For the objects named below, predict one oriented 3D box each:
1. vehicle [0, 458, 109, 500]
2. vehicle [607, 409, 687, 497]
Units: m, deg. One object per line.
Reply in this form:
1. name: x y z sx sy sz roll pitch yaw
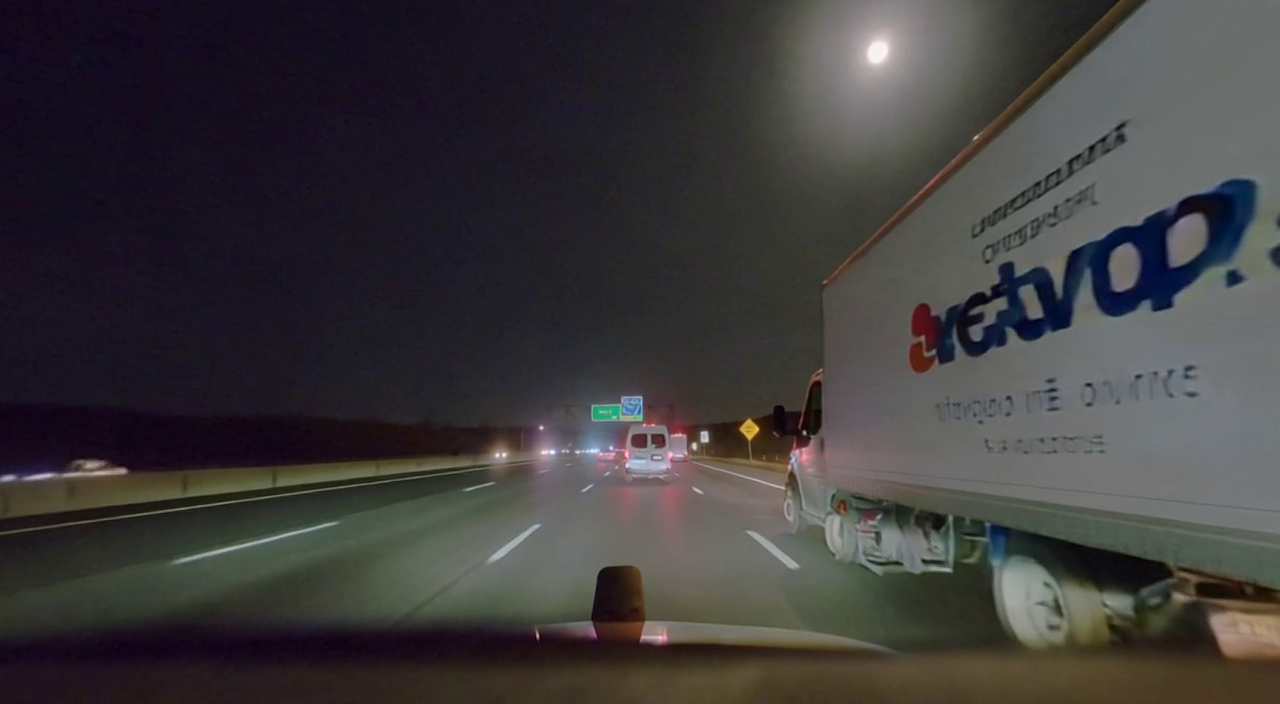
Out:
1. vehicle: -23.771 4.982 25.087 1.864 1.470 3.888 0 -9 -1
2. vehicle: 0.118 3.371 21.206 2.332 2.558 5.314 0 -9 -2
